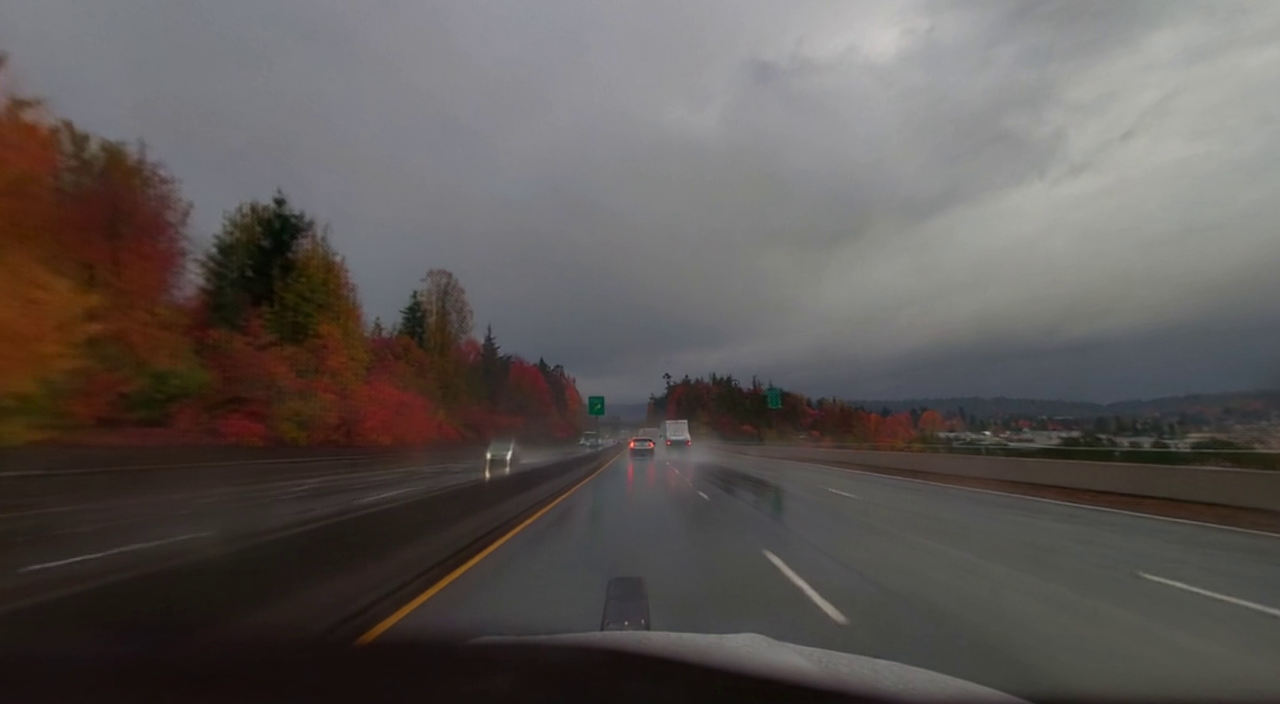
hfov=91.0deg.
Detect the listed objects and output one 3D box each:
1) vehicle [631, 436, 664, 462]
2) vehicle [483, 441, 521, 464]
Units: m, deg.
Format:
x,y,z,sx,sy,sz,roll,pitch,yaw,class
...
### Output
x,y,z,sx,sy,sz,roll,pitch,yaw,class
0.492,5.998,38.947,1.924,1.498,3.817,0,-8,1,vehicle
-9.942,7.268,45.648,1.887,1.520,3.936,0,-8,0,vehicle
